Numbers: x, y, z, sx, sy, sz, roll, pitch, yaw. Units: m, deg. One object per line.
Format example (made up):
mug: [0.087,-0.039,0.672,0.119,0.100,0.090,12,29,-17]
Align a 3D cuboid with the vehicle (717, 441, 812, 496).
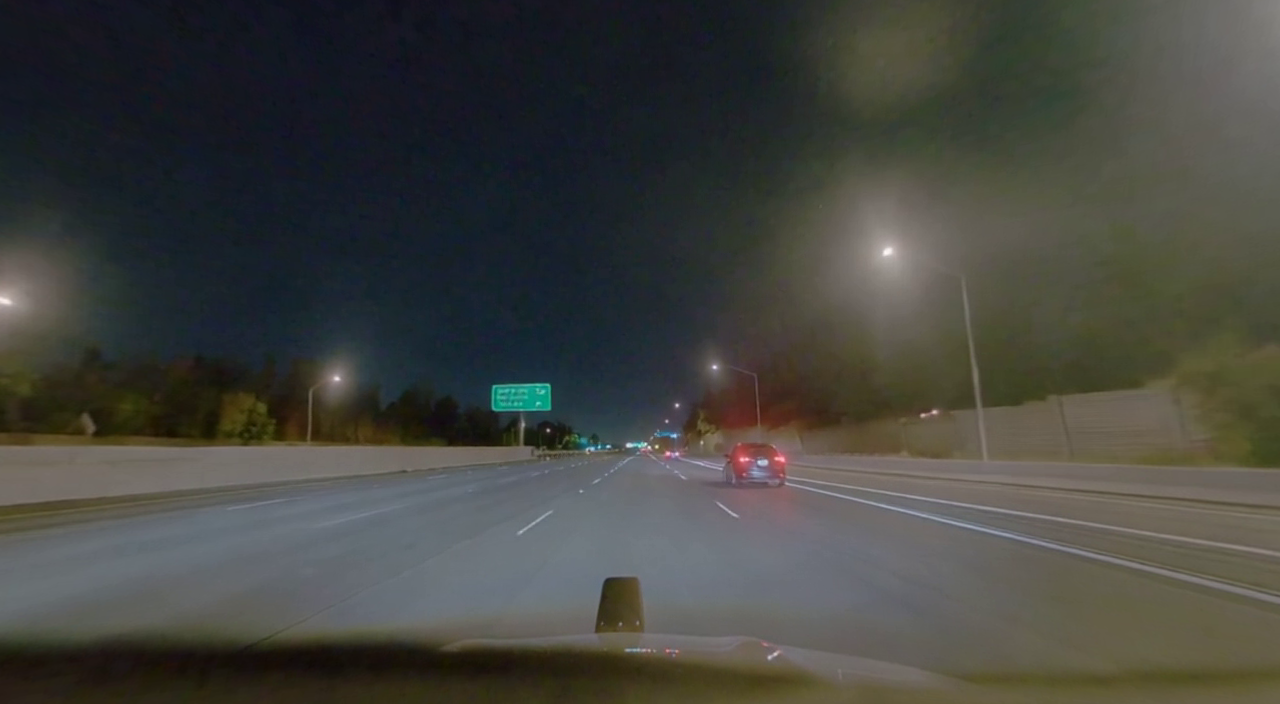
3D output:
vehicle: [3.696,3.551,19.551,2.033,1.501,4.398,0,-9,0]
